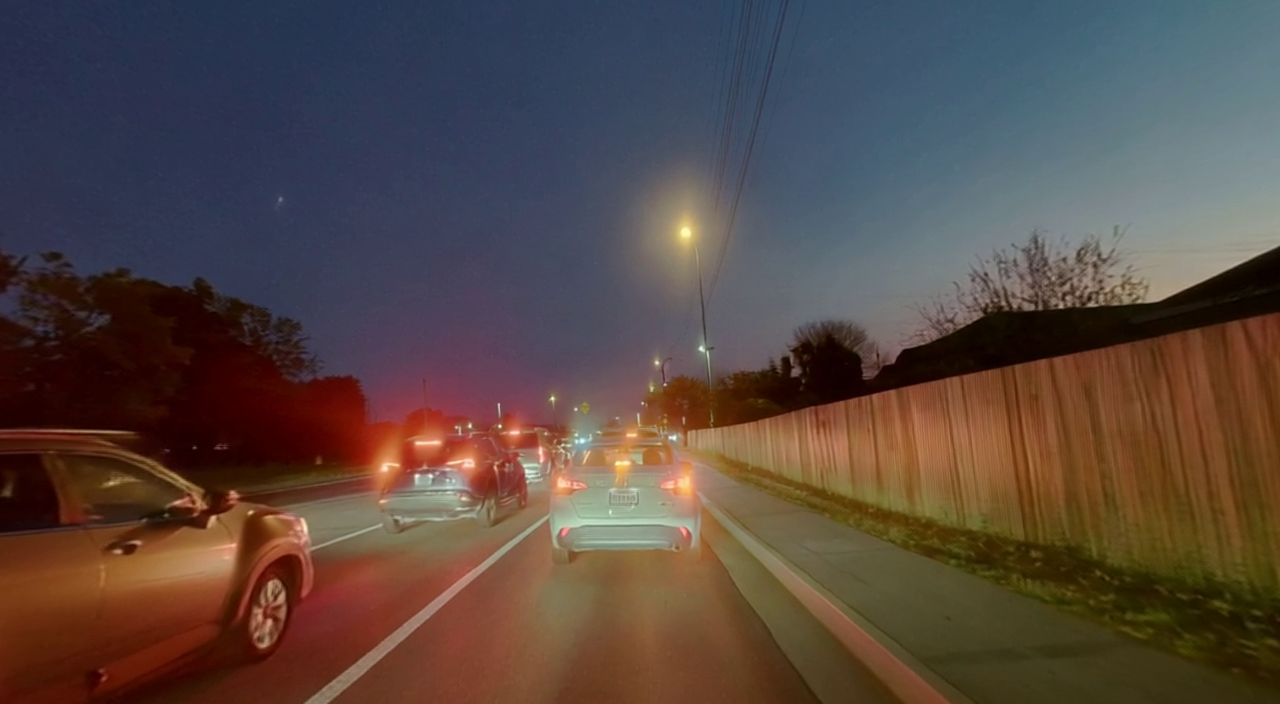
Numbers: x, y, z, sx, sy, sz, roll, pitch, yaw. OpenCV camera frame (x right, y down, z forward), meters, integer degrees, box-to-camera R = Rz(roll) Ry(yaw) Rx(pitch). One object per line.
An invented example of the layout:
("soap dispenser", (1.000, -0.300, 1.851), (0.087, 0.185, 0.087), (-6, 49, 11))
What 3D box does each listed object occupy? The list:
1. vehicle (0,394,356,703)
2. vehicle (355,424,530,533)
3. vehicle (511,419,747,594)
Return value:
("vehicle", (-3.161, 0.948, 2.386), (1.980, 1.520, 4.636), (0, -8, 0))
("vehicle", (-3.228, 2.135, 11.118), (1.850, 1.582, 3.688), (0, -8, 0))
("vehicle", (-0.131, 1.598, 7.334), (1.995, 1.460, 3.865), (0, -8, -1))
